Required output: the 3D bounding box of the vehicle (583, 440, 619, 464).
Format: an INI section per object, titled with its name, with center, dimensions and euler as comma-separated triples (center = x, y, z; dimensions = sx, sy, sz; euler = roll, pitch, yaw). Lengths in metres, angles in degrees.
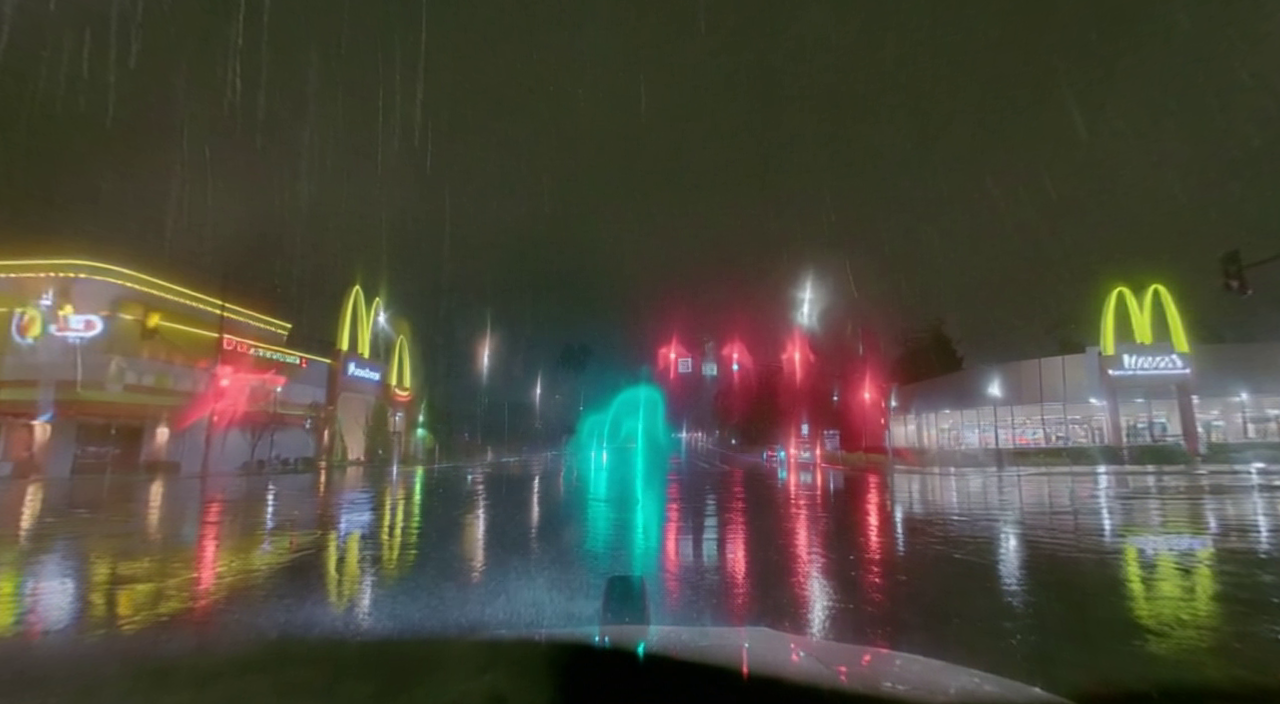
[vehicle]
center = -2.524, 6.626, 41.908
dimensions = 2.104, 1.468, 4.195
euler = 0, -8, 1
